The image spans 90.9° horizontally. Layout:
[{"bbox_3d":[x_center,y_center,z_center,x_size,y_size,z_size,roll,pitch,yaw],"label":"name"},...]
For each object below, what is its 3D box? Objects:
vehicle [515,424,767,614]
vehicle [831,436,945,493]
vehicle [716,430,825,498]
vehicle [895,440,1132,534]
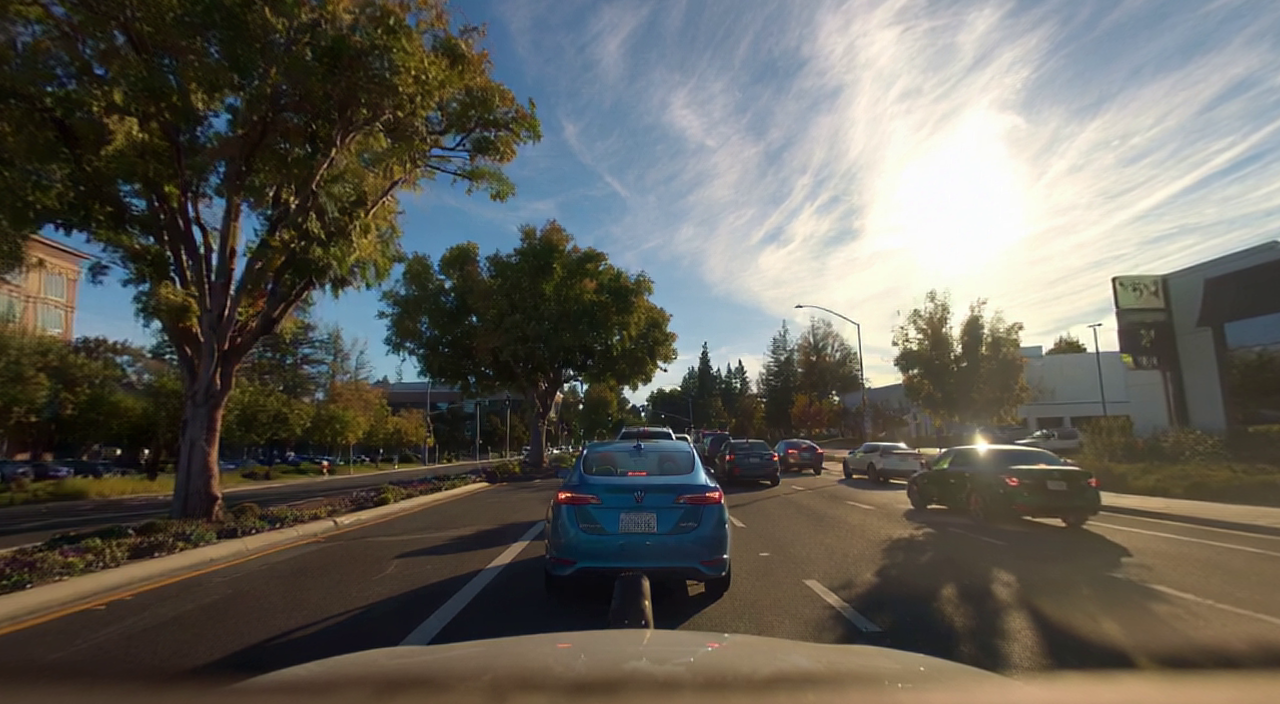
[{"bbox_3d":[-0.025,1.635,7.203,1.977,1.465,4.376,0,-8,-1],"label":"vehicle"},{"bbox_3d":[7.947,3.620,20.738,1.963,1.637,4.527,0,-8,1],"label":"vehicle"},{"bbox_3d":[3.621,3.204,18.465,2.114,1.736,4.553,0,-8,-1],"label":"vehicle"},{"bbox_3d":[6.841,2.470,12.266,1.911,1.468,4.417,0,-8,0],"label":"vehicle"}]
